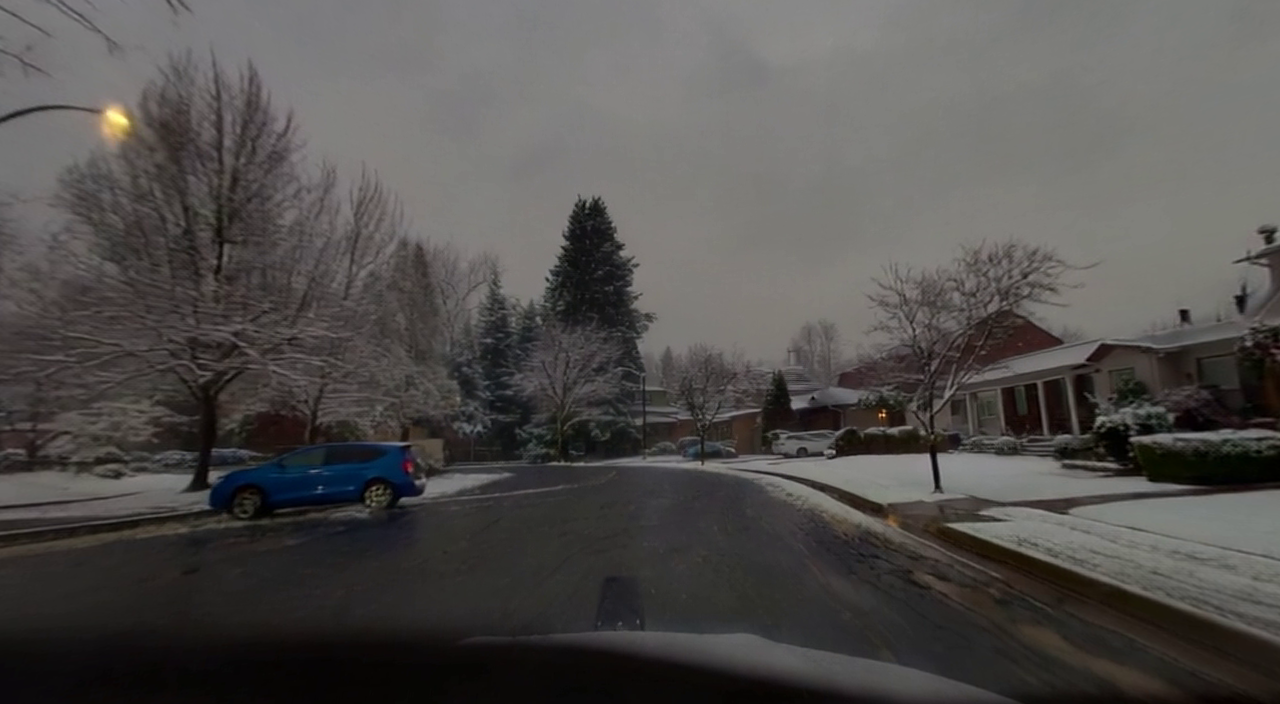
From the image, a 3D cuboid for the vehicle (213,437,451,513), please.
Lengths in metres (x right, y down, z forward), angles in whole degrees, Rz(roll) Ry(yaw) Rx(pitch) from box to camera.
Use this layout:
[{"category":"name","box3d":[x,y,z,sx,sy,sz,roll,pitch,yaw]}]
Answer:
[{"category":"vehicle","box3d":[-7.221,2.900,15.170,4.692,1.660,1.879,0,-9,2]}]

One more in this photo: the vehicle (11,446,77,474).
[{"category":"vehicle","box3d":[-33.573,6.024,35.539,4.764,1.487,2.002,-7,-11,40]}]
